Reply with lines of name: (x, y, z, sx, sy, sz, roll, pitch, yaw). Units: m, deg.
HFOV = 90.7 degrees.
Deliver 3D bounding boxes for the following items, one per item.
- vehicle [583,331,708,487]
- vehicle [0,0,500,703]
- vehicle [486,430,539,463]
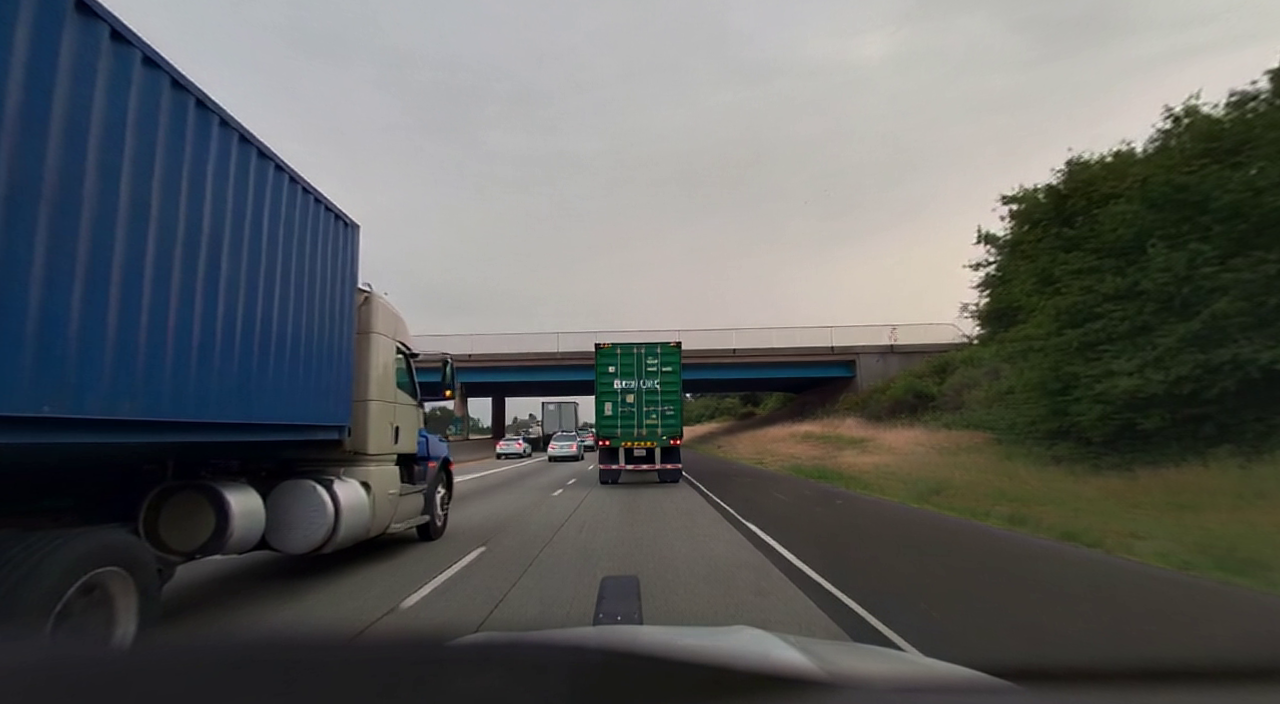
vehicle: (0.032, 2.047, 20.906, 3.357, 4.212, 7.519, 0, -8, -2)
vehicle: (-3.726, 0.185, 6.074, 3.187, 3.949, 6.963, -1, -8, 0)
vehicle: (-7.237, 5.442, 36.405, 2.163, 1.772, 4.244, -1, -8, 0)
